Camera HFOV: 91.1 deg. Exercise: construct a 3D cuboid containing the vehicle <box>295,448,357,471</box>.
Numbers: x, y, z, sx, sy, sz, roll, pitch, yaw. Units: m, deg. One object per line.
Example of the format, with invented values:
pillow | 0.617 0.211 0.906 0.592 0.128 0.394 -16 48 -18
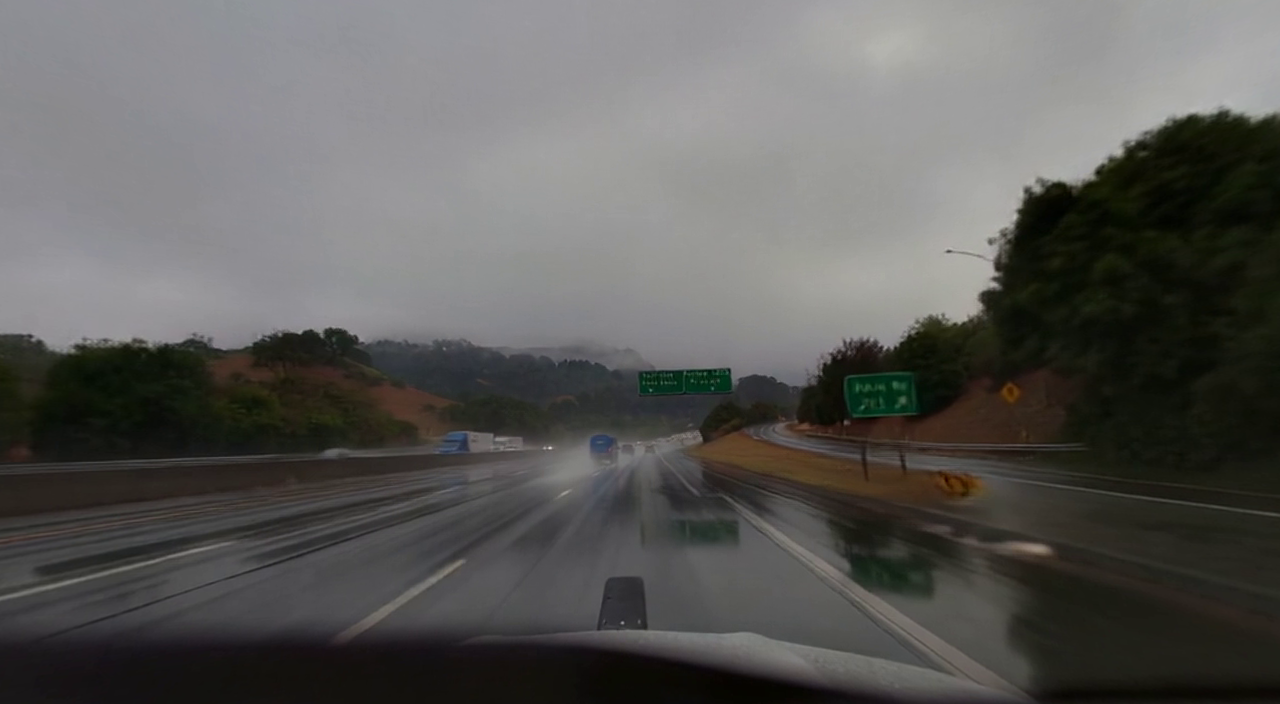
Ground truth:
vehicle | -21.891 7.494 43.992 1.916 1.484 4.689 0 -8 1
